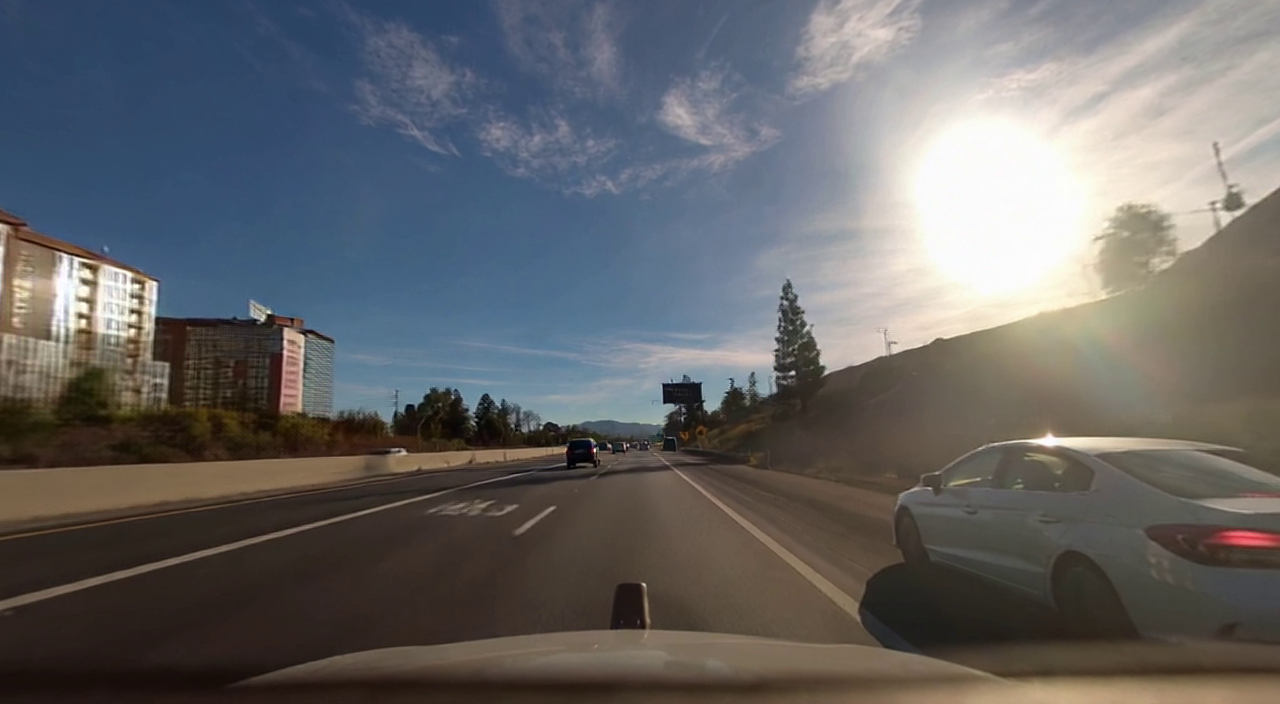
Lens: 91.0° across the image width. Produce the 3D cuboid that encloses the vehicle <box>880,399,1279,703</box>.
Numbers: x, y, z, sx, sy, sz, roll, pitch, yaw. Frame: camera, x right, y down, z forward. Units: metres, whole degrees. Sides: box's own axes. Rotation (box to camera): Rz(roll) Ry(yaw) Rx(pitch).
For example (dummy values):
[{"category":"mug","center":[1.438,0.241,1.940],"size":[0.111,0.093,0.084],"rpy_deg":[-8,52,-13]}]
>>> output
[{"category":"vehicle","center":[3.853,1.321,4.956],"size":[2.047,1.532,4.884],"rpy_deg":[0,-9,1]}]

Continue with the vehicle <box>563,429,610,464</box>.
[{"category":"vehicle","center":[-3.502,6.408,42.696],"size":[2.496,2.203,6.317],"rpy_deg":[0,-9,1]}]
